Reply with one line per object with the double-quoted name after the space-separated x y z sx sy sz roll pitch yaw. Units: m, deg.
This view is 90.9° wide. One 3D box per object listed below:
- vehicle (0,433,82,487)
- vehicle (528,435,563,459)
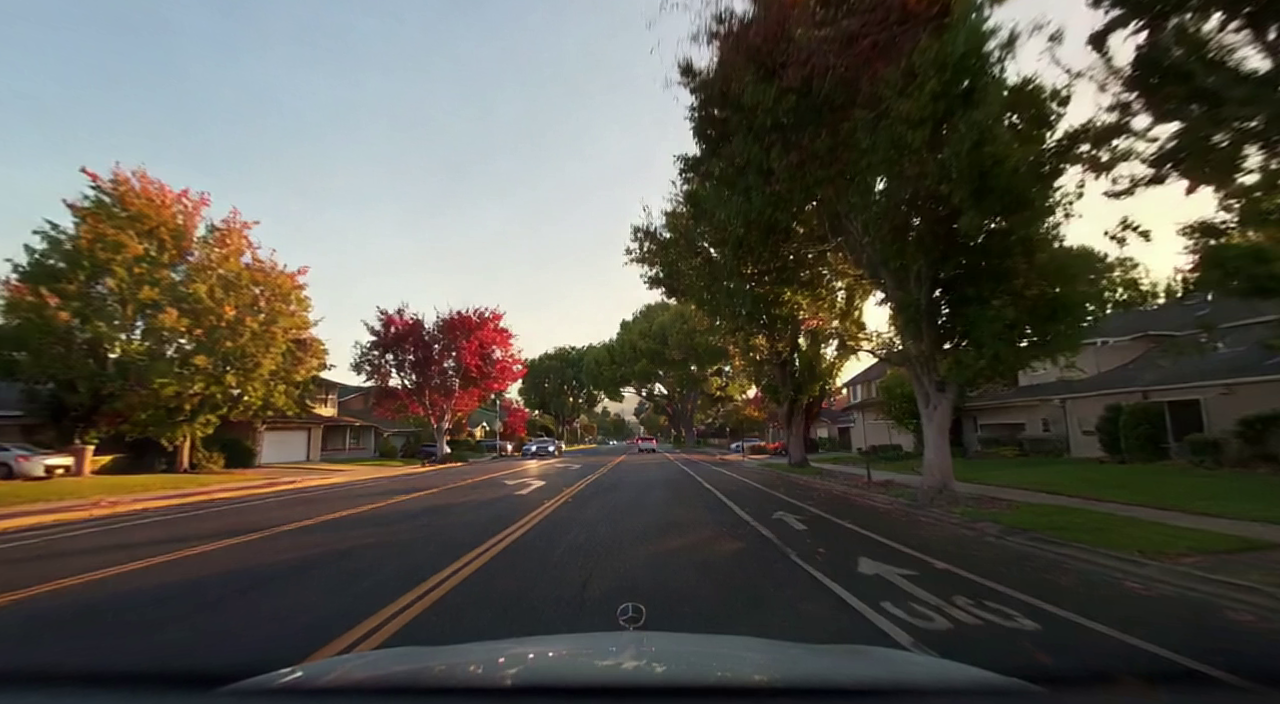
-20.697 3.496 20.621 1.930 1.617 4.076 2 -9 -15 "vehicle"
-7.129 7.195 47.855 1.977 1.753 4.128 0 -8 1 "vehicle"
